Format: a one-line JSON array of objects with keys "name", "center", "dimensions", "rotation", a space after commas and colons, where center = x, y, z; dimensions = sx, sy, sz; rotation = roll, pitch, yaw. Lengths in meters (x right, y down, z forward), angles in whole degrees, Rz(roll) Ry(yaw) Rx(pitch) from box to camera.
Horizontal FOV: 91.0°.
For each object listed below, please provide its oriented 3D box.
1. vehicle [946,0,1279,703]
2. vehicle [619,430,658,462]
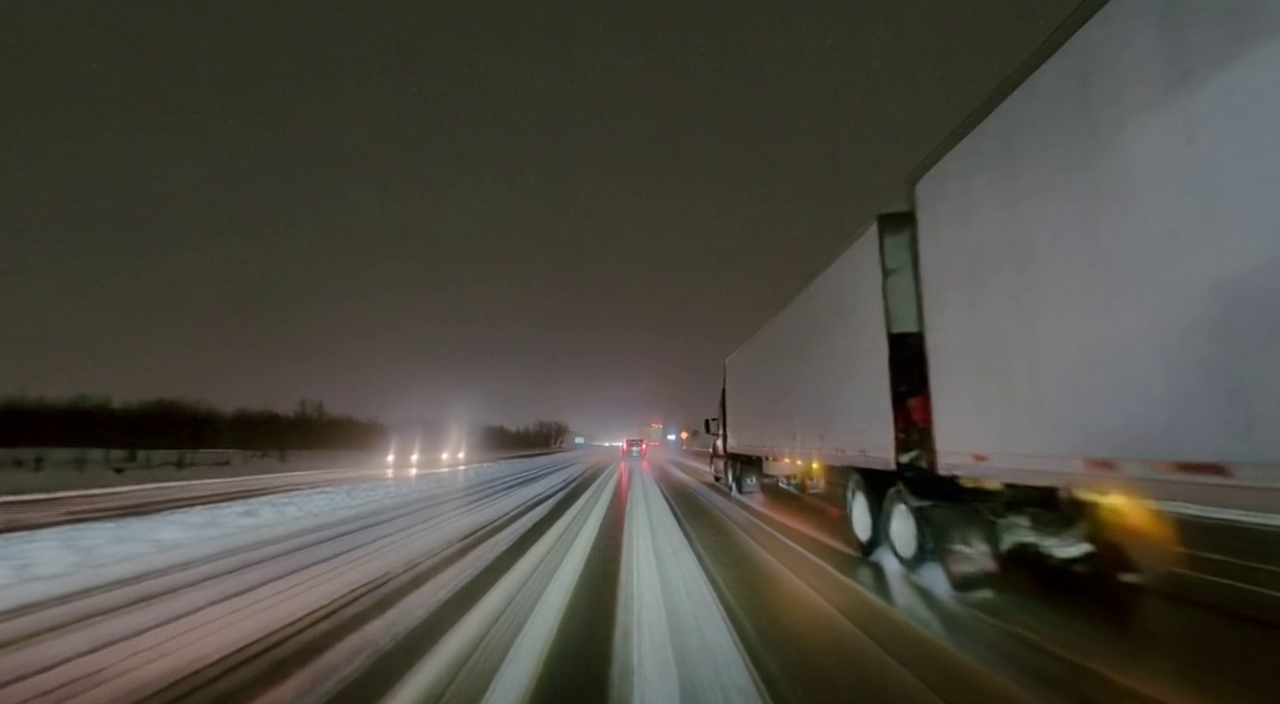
[{"name": "vehicle", "center": [3.918, -0.572, 0.375], "dimensions": [2.967, 3.961, 8.660], "rotation": [0, -8, 0]}, {"name": "vehicle", "center": [-0.151, 6.312, 42.445], "dimensions": [2.456, 2.007, 4.728], "rotation": [0, -8, -2]}]
